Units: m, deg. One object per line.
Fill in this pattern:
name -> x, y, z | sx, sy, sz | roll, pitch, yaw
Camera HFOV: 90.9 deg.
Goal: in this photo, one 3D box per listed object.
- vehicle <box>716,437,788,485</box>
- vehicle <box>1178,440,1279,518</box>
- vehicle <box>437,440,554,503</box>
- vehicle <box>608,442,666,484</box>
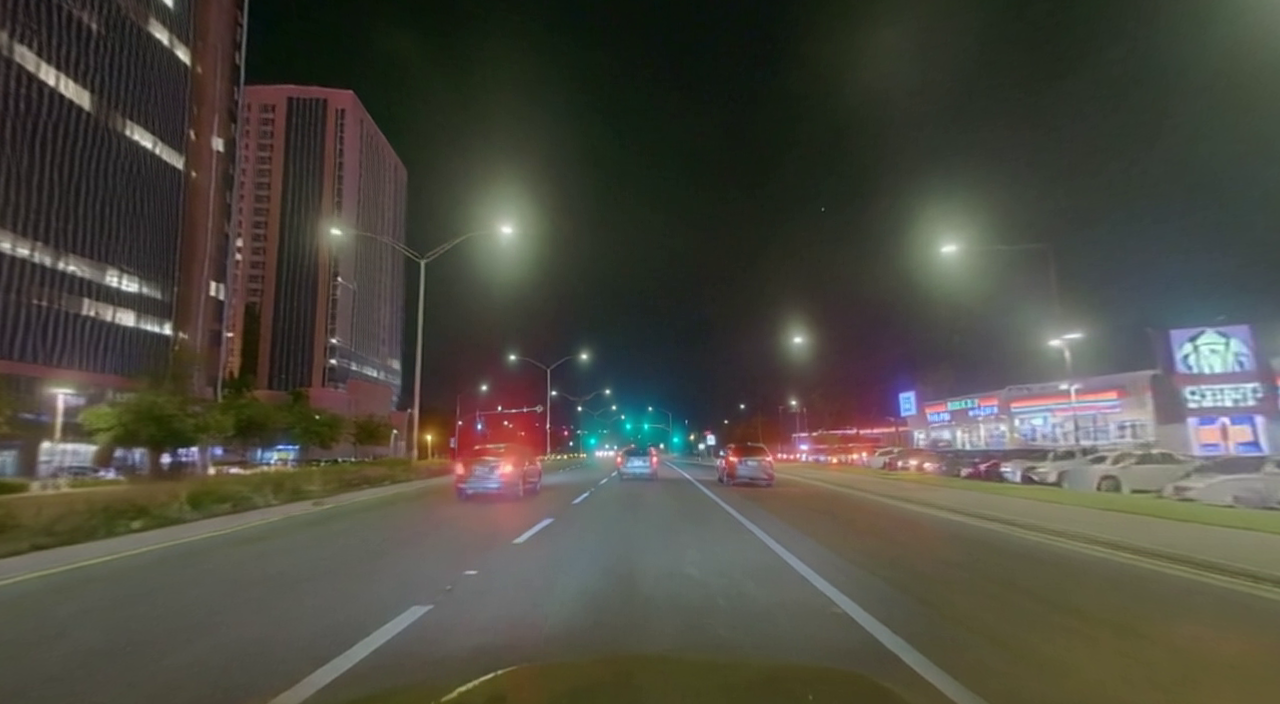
vehicle -> 4.218, 4.189, 24.447 | 2.007, 1.683, 4.171 | 0, -8, 0
vehicle -> 13.901, 2.637, 13.401 | 3.926, 1.479, 1.943 | 3, -9, -20
vehicle -> -3.763, 3.192, 17.369 | 2.029, 1.482, 4.591 | 0, -8, 1
vehicle -> -0.077, 4.197, 24.185 | 2.059, 1.477, 3.988 | 0, -8, 1
